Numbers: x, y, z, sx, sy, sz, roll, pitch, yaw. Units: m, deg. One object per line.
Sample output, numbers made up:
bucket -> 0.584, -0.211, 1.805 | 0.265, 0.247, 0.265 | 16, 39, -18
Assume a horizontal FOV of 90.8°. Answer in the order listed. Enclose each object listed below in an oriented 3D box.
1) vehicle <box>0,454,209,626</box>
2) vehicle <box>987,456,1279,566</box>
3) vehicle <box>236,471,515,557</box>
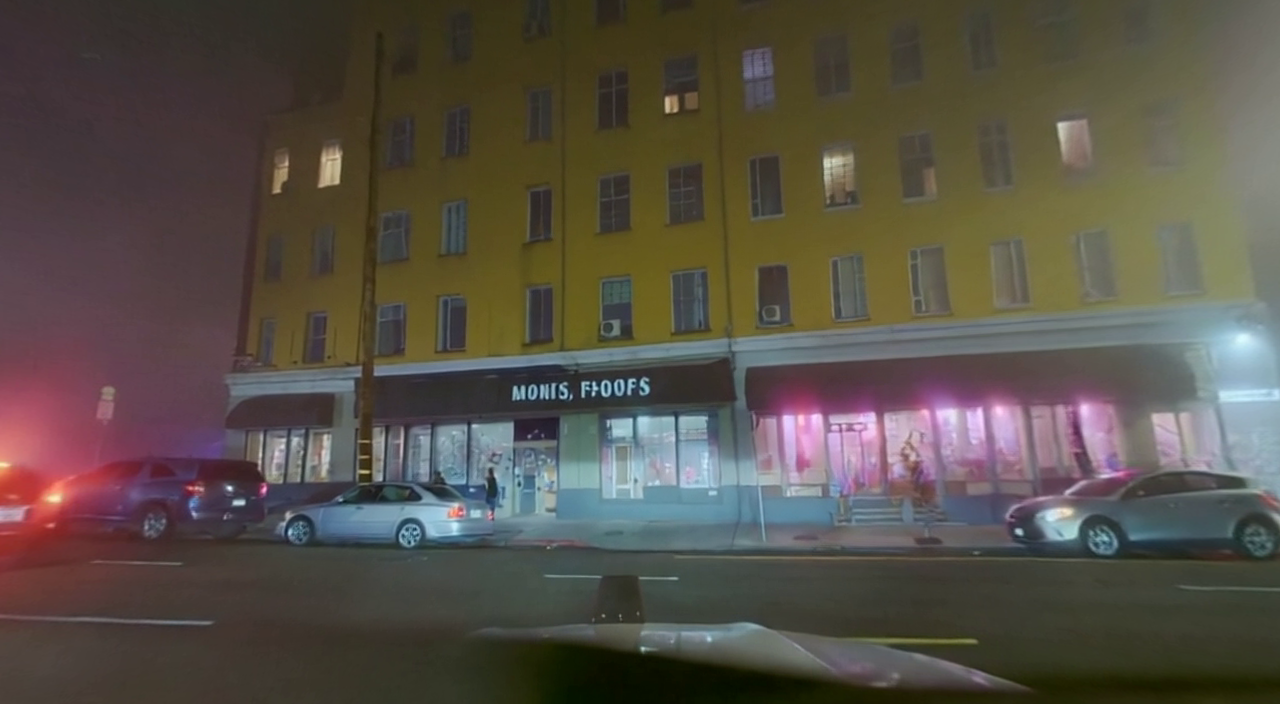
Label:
vehicle -> -7.498, 1.885, 7.025 | 4.330, 1.458, 1.932 | -2, -8, 13
vehicle -> 8.963, 2.735, 11.229 | 4.410, 1.687, 1.834 | -1, -8, 6
vehicle -> -5.140, 3.154, 12.627 | 4.830, 1.421, 1.826 | -1, -8, 8
